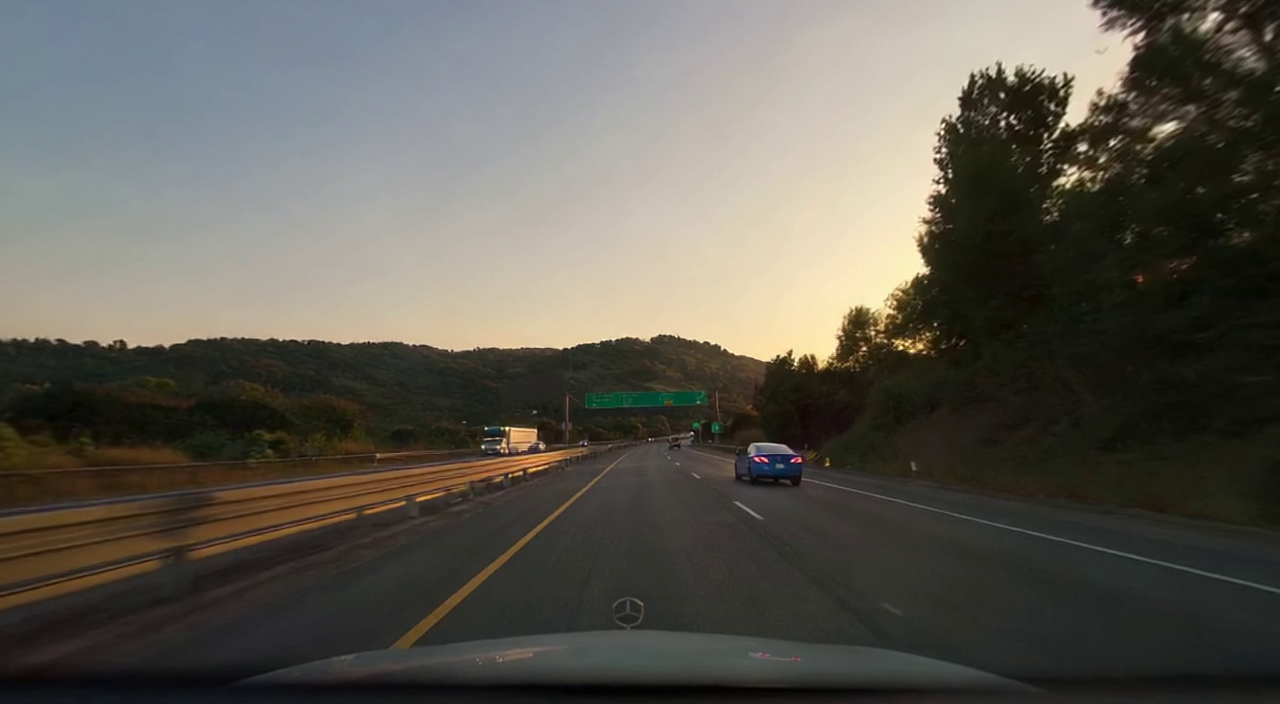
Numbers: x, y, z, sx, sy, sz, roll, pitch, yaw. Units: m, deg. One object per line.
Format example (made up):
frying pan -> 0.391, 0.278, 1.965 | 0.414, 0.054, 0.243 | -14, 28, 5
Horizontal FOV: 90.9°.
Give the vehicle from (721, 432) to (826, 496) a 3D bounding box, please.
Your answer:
vehicle -> 3.519, 3.036, 17.440 | 1.997, 1.515, 4.025 | 0, -8, 0
